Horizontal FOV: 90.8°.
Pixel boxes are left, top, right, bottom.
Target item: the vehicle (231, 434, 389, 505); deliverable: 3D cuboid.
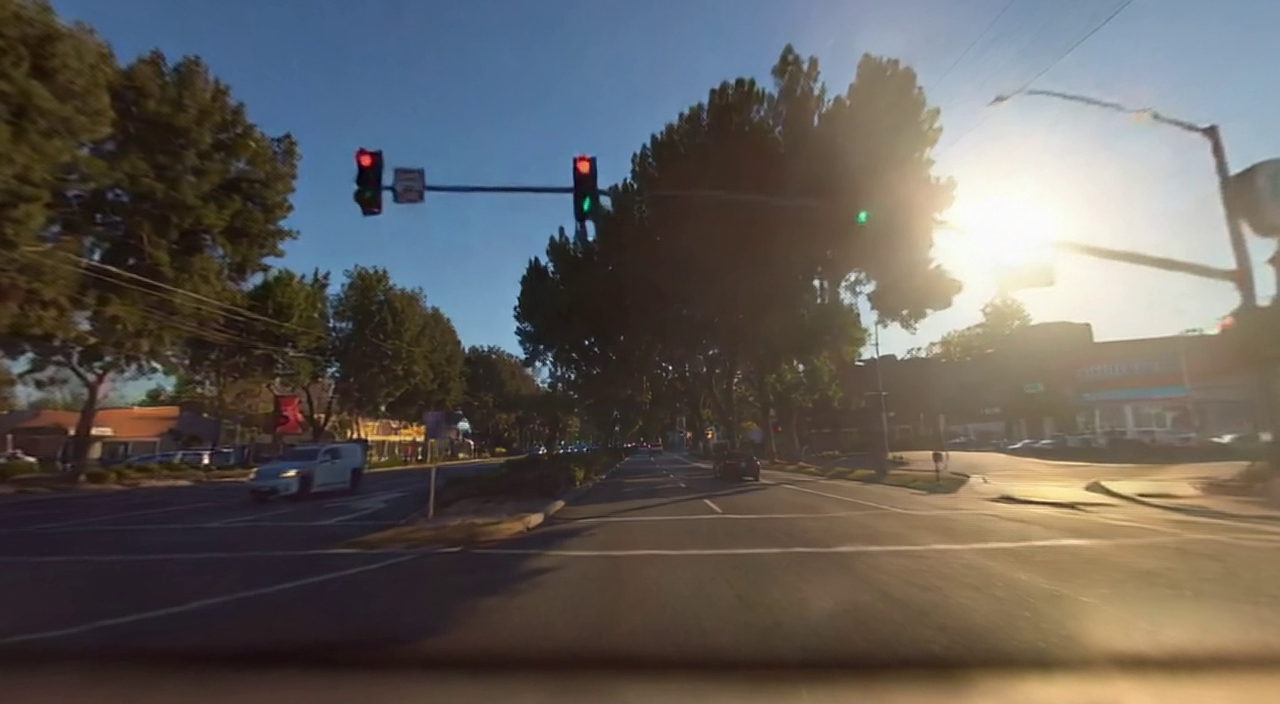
[{"bbox_3d":[-8.450,3.048,16.706,1.913,1.478,4.312,-4,-9,-1],"label":"vehicle"}]
